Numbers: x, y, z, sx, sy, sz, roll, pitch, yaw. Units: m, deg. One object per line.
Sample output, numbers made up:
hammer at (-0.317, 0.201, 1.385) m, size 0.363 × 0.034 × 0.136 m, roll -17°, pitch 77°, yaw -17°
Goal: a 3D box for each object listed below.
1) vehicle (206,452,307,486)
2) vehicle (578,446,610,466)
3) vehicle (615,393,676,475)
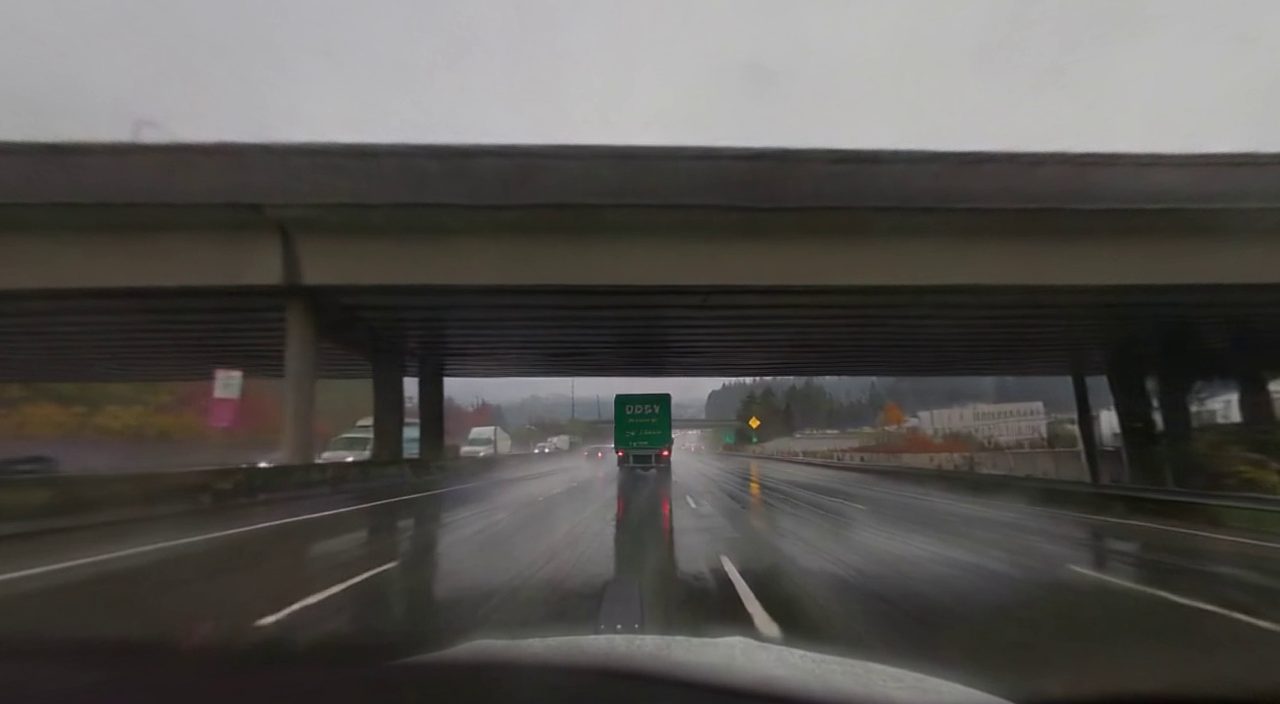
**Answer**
vehicle at (-17.945, 5.453, 29.705) m, size 1.796 × 1.438 × 4.411 m, roll -1°, pitch -9°, yaw 4°
vehicle at (-3.476, 8.019, 48.763) m, size 1.958 × 1.467 × 4.737 m, roll -1°, pitch -9°, yaw 2°
vehicle at (0.414, 4.996, 37.483) m, size 3.025 × 4.002 × 12.709 m, roll -1°, pitch -9°, yaw 1°
